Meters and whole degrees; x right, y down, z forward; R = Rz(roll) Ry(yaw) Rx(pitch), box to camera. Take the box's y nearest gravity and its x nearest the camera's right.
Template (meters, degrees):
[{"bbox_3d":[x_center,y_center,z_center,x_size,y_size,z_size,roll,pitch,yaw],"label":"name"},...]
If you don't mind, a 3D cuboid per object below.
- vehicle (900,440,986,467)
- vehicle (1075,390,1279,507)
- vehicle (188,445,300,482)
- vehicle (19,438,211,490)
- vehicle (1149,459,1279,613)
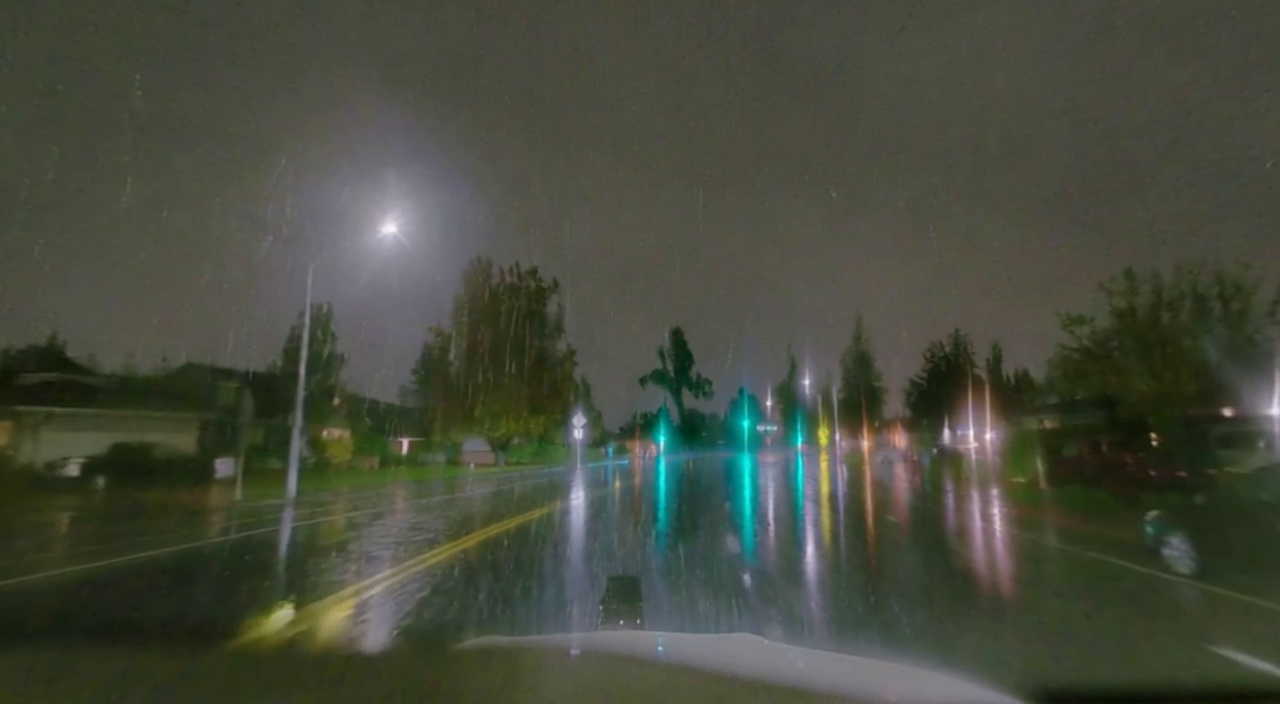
[{"bbox_3d":[21.041,7.081,44.098,4.854,1.803,2.179,-1,-9,5],"label":"vehicle"},{"bbox_3d":[15.197,2.565,16.832,5.083,2.829,2.600,-2,-9,10],"label":"vehicle"},{"bbox_3d":[-17.793,5.005,28.618,1.786,1.500,4.021,-3,-9,15],"label":"vehicle"},{"bbox_3d":[-19.327,4.161,23.483,2.076,1.703,5.095,-8,-13,42],"label":"vehicle"},{"bbox_3d":[7.445,1.813,5.701,1.999,1.518,4.609,3,-9,2],"label":"vehicle"}]
